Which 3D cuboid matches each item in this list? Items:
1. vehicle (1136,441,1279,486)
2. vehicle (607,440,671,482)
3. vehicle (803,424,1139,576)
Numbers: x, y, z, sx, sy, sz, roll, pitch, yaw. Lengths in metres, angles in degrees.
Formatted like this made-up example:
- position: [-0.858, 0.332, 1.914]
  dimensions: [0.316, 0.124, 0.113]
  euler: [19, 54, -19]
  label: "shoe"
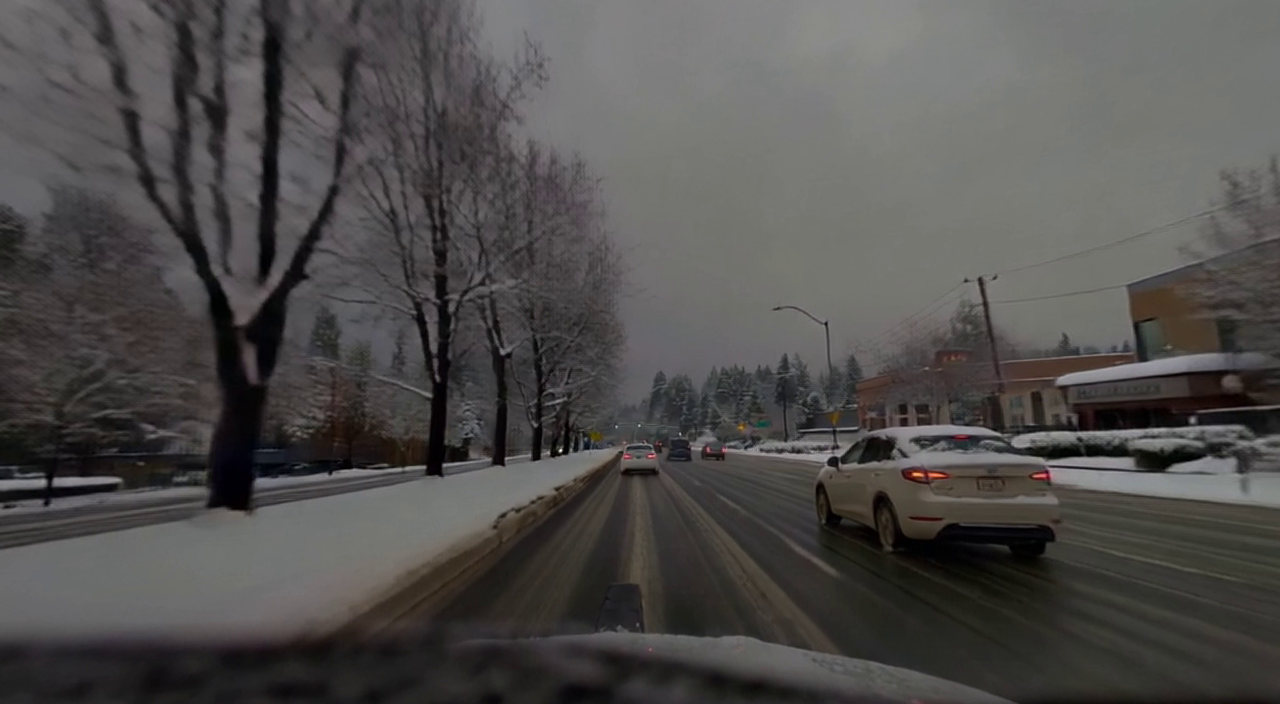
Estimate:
- position: [21.051, 3.980, 22.960]
  dimensions: [1.893, 1.445, 4.947]
  euler: [0, -8, -2]
  label: "vehicle"
- position: [-0.085, 4.236, 24.926]
  dimensions: [2.289, 1.471, 4.477]
  euler: [0, -8, -2]
  label: "vehicle"
- position: [3.828, 1.782, 8.442]
  dimensions: [2.094, 1.480, 4.323]
  euler: [0, -9, -1]
  label: "vehicle"
